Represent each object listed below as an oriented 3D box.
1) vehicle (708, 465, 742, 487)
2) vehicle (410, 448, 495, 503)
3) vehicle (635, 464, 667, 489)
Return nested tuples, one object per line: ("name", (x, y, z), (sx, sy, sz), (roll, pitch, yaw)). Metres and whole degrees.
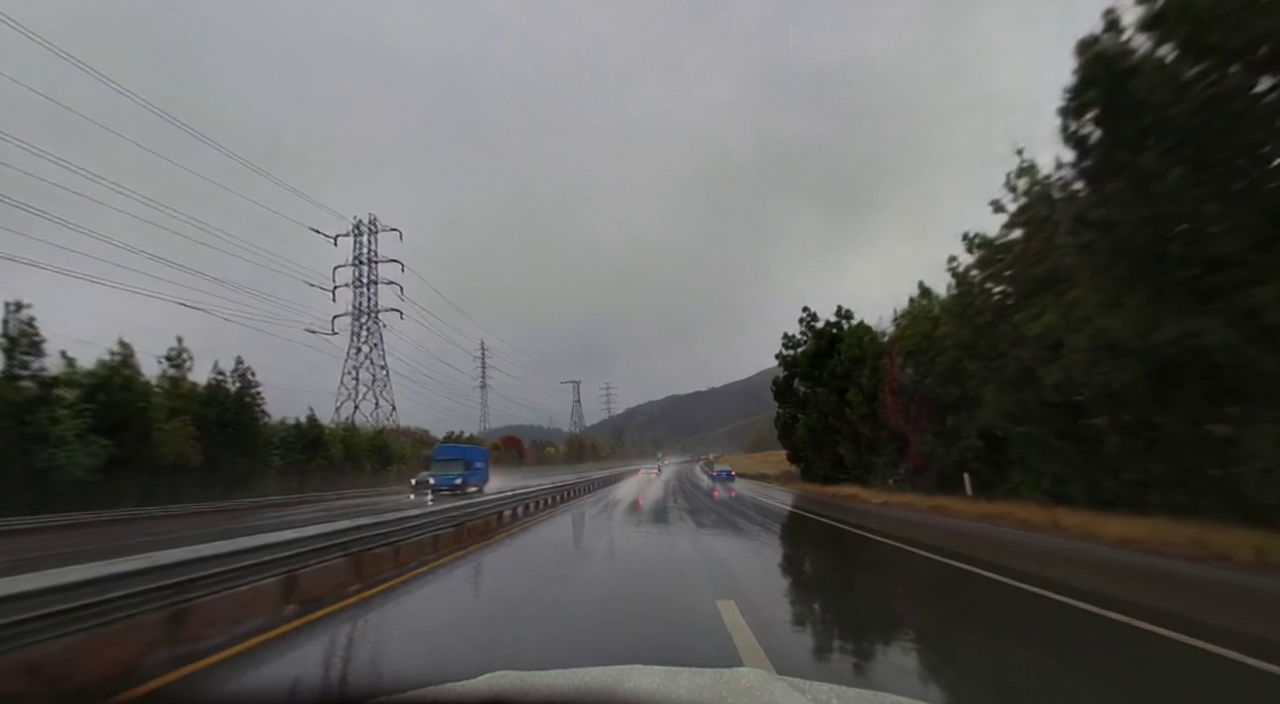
("vehicle", (6.354, 9.331, 47.253), (1.985, 1.521, 3.904), (1, -10, 0))
("vehicle", (-10.607, 7.108, 36.328), (2.485, 2.813, 6.798), (0, -10, 3))
("vehicle", (0.721, 8.458, 42.846), (2.038, 1.596, 4.246), (1, -11, 1))
